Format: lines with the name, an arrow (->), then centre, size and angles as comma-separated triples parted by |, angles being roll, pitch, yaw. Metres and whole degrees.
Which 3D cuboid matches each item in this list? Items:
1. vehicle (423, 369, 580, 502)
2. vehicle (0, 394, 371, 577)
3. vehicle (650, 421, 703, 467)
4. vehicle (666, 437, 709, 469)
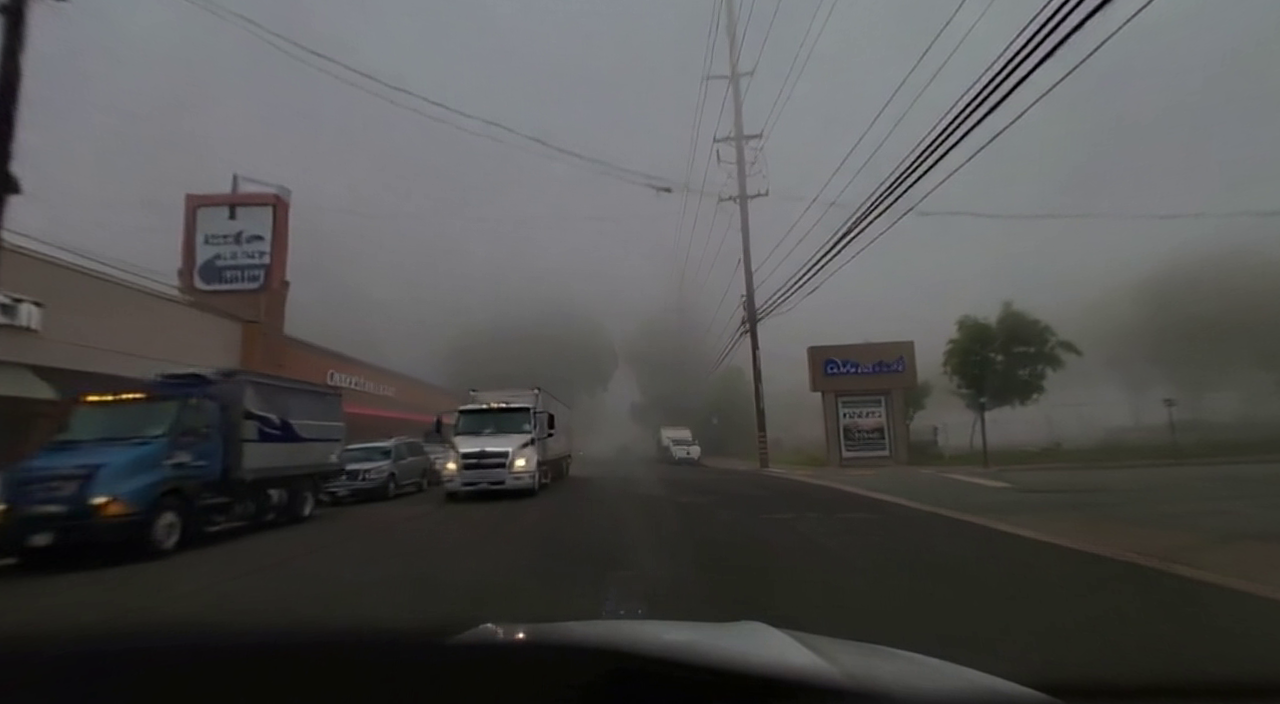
vehicle -> -4.042, 2.934, 21.982 | 2.994, 3.308, 12.131 | 0, -8, -1
vehicle -> -8.091, 2.240, 11.866 | 2.737, 2.345, 7.210 | 0, -8, 1
vehicle -> 2.682, 7.075, 49.518 | 3.011, 3.127, 8.608 | -3, -6, -4
vehicle -> 2.836, 6.172, 38.813 | 2.097, 1.784, 4.915 | 0, -8, -2
